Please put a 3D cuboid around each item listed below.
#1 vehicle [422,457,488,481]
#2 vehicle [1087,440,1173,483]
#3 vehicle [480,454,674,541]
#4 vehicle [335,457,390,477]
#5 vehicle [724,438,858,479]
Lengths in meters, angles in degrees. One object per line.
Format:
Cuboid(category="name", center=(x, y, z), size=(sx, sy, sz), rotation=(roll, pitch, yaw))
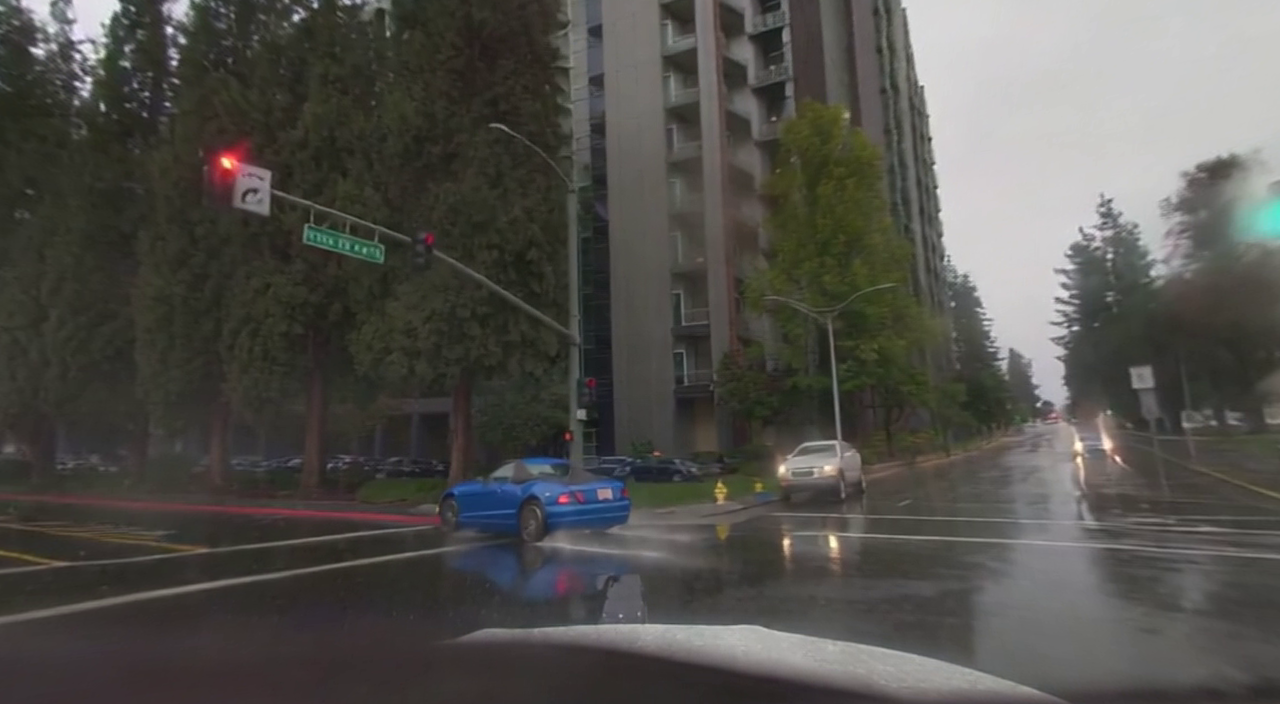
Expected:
Cuboid(category="vehicle", center=(-11.959, 7.535, 40.972), size=(1.709, 1.410, 3.945), rotation=(-5, -10, 31))
Cuboid(category="vehicle", center=(19.069, 4.258, 24.810), size=(2.024, 1.489, 4.613), rotation=(-5, -10, 31))
Cuboid(category="vehicle", center=(-1.483, 2.983, 13.646), size=(1.903, 1.529, 4.254), rotation=(8, -12, -43))
Cuboid(category="vehicle", center=(-20.318, 8.411, 46.338), size=(1.627, 1.392, 3.330), rotation=(-5, -10, 31))
Cuboid(category="vehicle", center=(7.376, 5.227, 31.245), size=(6.021, 1.868, 2.172), rotation=(-5, -10, 31))
